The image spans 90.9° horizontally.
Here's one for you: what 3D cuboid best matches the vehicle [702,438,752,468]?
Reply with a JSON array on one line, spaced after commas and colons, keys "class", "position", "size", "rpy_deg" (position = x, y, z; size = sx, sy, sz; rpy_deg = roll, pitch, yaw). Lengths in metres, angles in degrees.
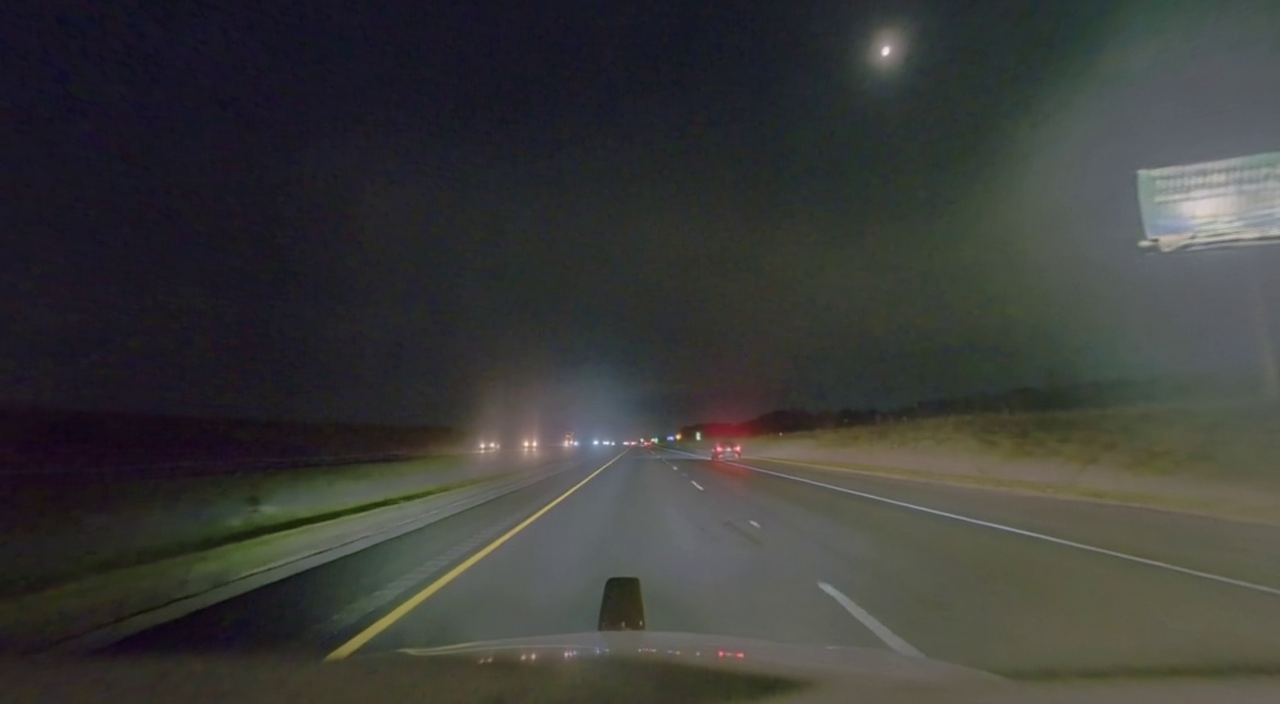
[{"class": "vehicle", "position": [4.616, 5.423, 34.124], "size": [2.012, 1.476, 4.256], "rpy_deg": [0, -8, -1]}]
